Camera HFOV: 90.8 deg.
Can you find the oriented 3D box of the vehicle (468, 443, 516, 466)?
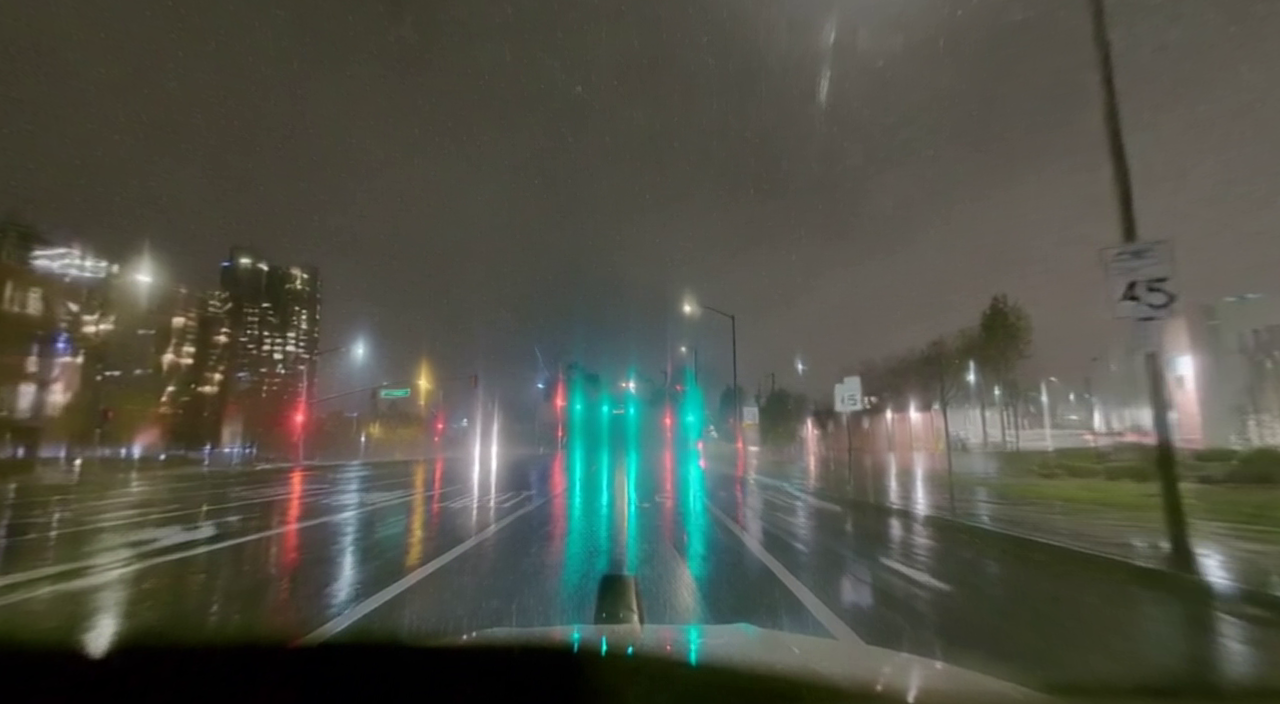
[{"bbox_3d":[-9.967,6.930,42.876,2.089,1.390,4.555,0,-8,0],"label":"vehicle"}]
